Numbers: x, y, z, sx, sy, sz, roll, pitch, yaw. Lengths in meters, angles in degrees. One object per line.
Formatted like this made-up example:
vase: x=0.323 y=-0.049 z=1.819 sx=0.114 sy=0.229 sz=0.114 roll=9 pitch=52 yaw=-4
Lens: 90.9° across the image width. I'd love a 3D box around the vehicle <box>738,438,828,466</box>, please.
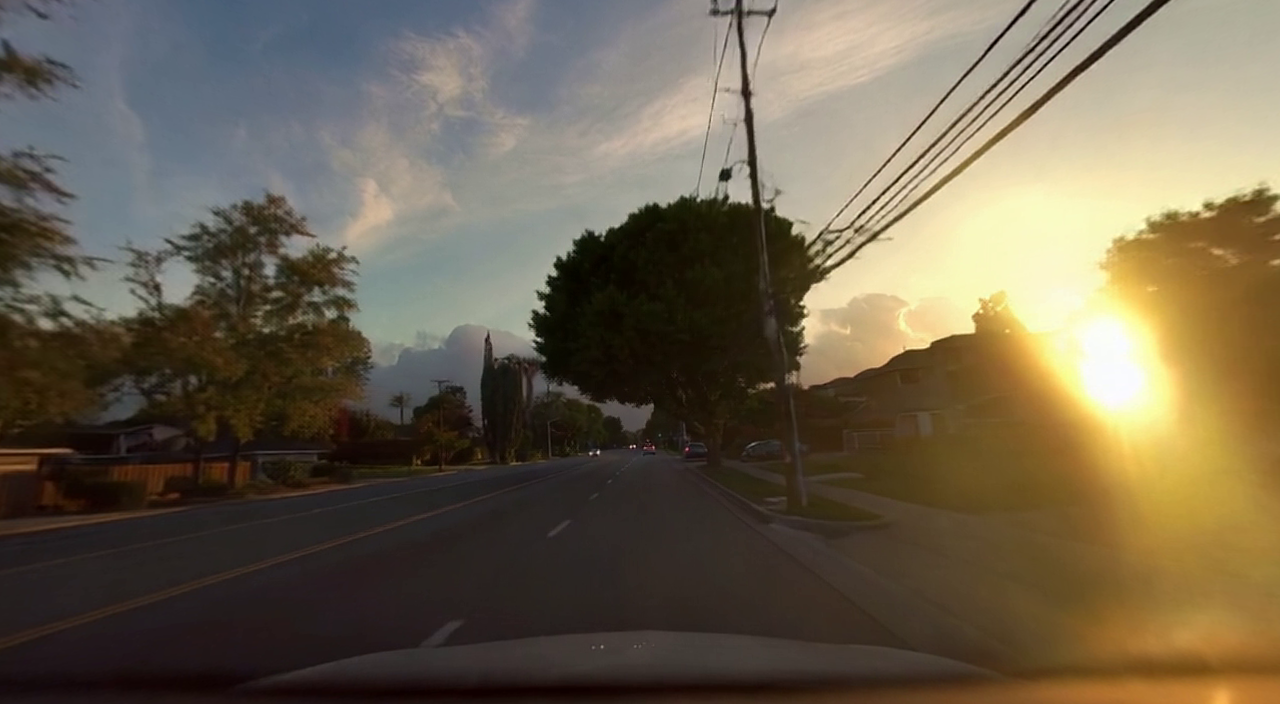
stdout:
vehicle: x=8.141 y=5.740 z=36.237 sx=4.719 sy=1.556 sz=1.869 roll=0 pitch=-9 yaw=1
